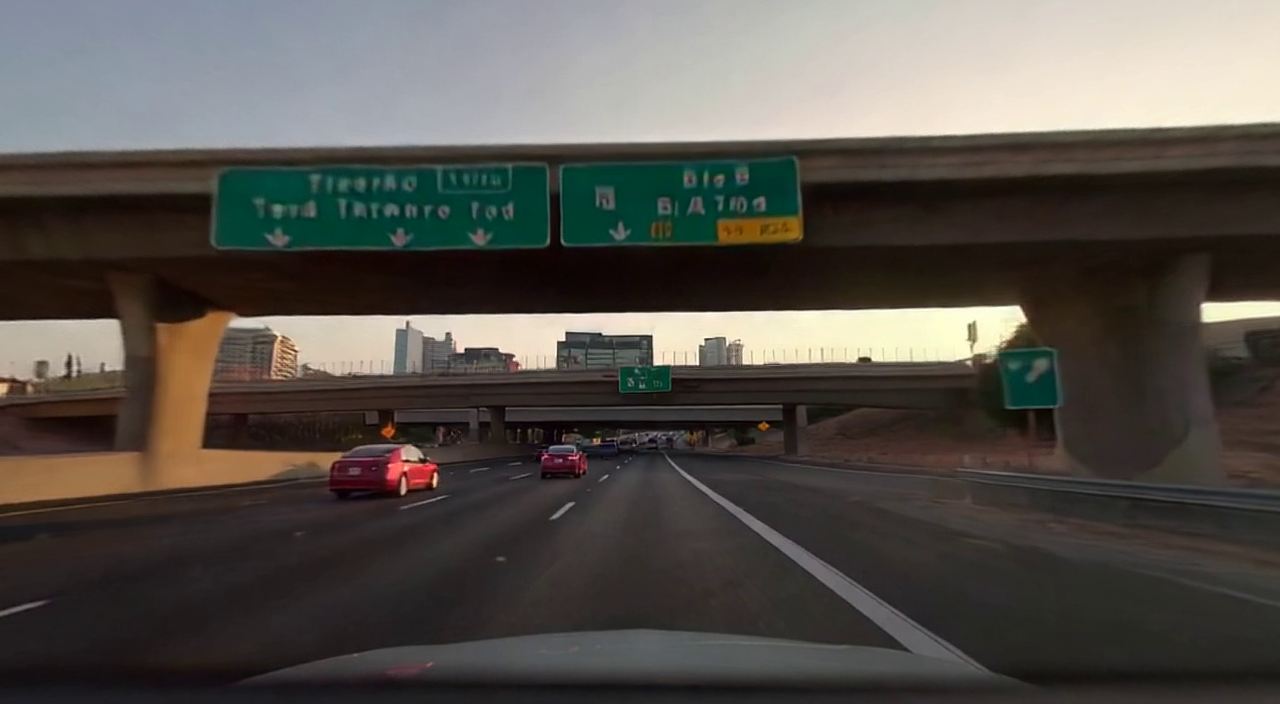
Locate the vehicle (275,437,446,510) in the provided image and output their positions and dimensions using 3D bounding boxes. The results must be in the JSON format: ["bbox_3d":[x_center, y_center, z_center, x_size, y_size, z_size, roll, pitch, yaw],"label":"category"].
[{"bbox_3d":[-6.807,2.993,16.093,2.069,1.551,4.830,0,-9,1],"label":"vehicle"}]

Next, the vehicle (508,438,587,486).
[{"bbox_3d":[-3.336,4.095,23.790,2.210,1.628,4.586,0,-9,1],"label":"vehicle"}]
